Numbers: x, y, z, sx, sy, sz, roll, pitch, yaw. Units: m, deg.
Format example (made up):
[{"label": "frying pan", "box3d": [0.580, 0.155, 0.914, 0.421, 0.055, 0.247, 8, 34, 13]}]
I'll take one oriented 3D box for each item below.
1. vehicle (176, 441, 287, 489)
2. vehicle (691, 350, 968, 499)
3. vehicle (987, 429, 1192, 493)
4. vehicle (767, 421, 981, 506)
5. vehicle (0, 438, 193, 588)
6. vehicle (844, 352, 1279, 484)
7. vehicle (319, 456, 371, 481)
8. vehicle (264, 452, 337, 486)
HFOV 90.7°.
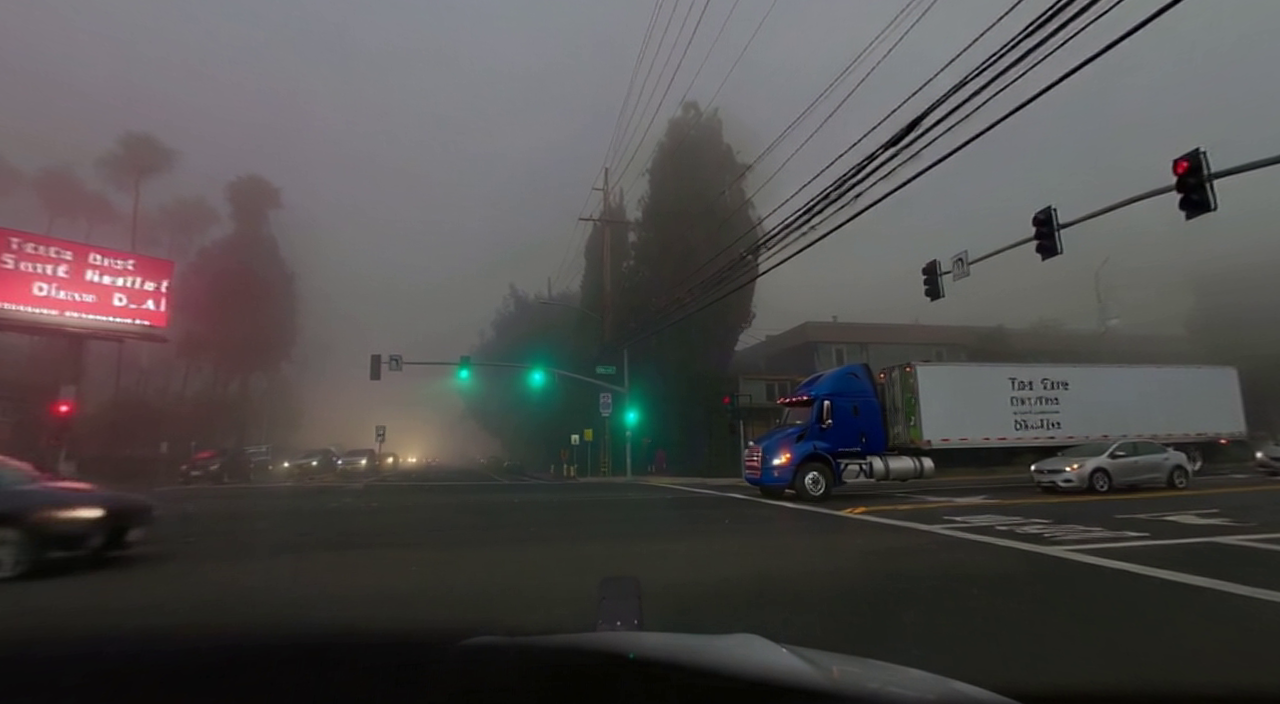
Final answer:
[{"label": "vehicle", "box3d": [-24.100, 6.659, 37.760, 2.989, 2.573, 6.053, 0, -9, -5]}, {"label": "vehicle", "box3d": [6.103, 2.430, 21.008, 8.167, 4.352, 3.029, 1, -9, -12]}, {"label": "vehicle", "box3d": [13.446, 3.266, 19.052, 4.958, 1.510, 1.949, -2, -10, -11]}, {"label": "vehicle", "box3d": [6.497, 3.107, 17.840, 5.079, 1.893, 2.200, -2, -10, -13]}, {"label": "vehicle", "box3d": [-8.464, 1.751, 7.129, 5.114, 1.492, 2.040, 1, -9, -11]}, {"label": "vehicle", "box3d": [16.122, 2.481, 23.212, 17.071, 4.151, 2.876, 1, -9, -12]}, {"label": "vehicle", "box3d": [-20.900, 8.236, 45.023, 1.834, 1.521, 4.970, 1, -9, -7]}, {"label": "vehicle", "box3d": [-19.632, 6.767, 36.863, 2.028, 1.744, 4.876, 1, -9, -7]}]
